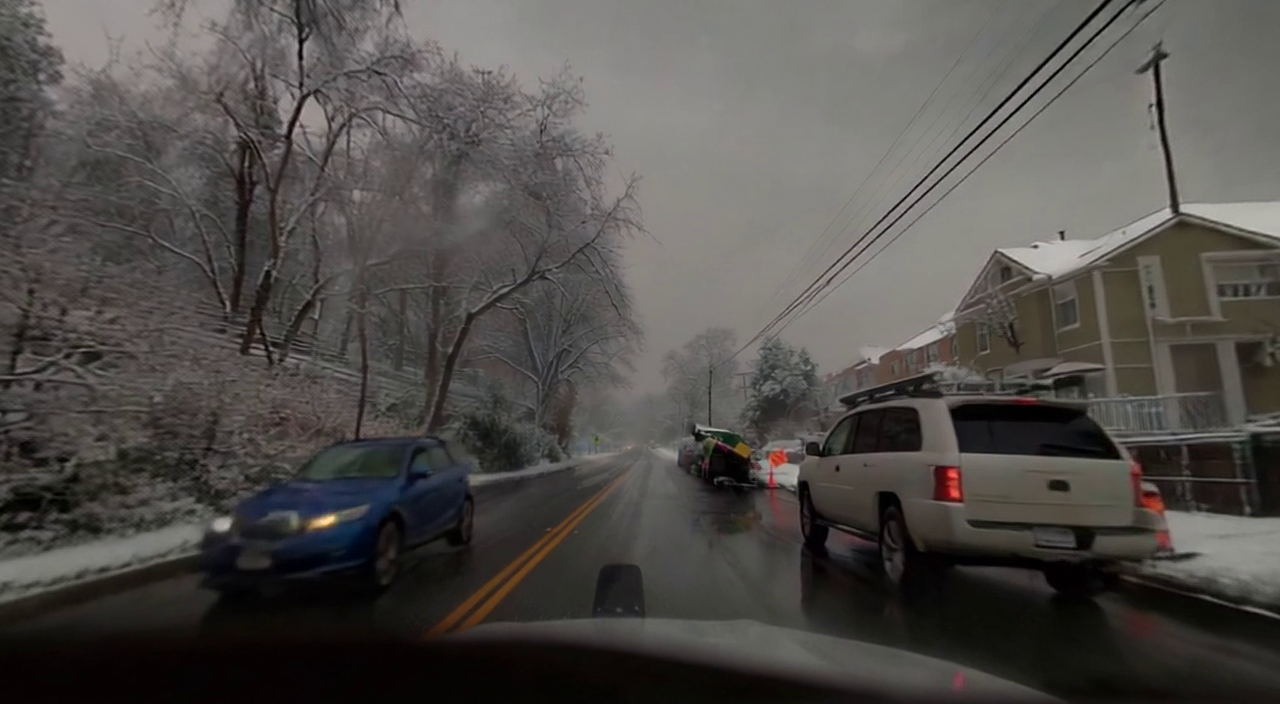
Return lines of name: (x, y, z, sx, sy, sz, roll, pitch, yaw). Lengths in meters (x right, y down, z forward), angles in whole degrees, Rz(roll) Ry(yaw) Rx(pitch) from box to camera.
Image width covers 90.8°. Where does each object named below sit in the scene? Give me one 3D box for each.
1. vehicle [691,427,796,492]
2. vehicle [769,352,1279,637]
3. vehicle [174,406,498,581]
vehicle: (3.520, 3.877, 23.135, 2.617, 2.020, 6.531, 0, -9, -1)
vehicle: (3.567, 1.529, 7.877, 2.759, 2.114, 6.152, -1, -9, 2)
vehicle: (-3.510, 1.737, 8.491, 2.078, 1.716, 4.367, -1, -9, 1)
